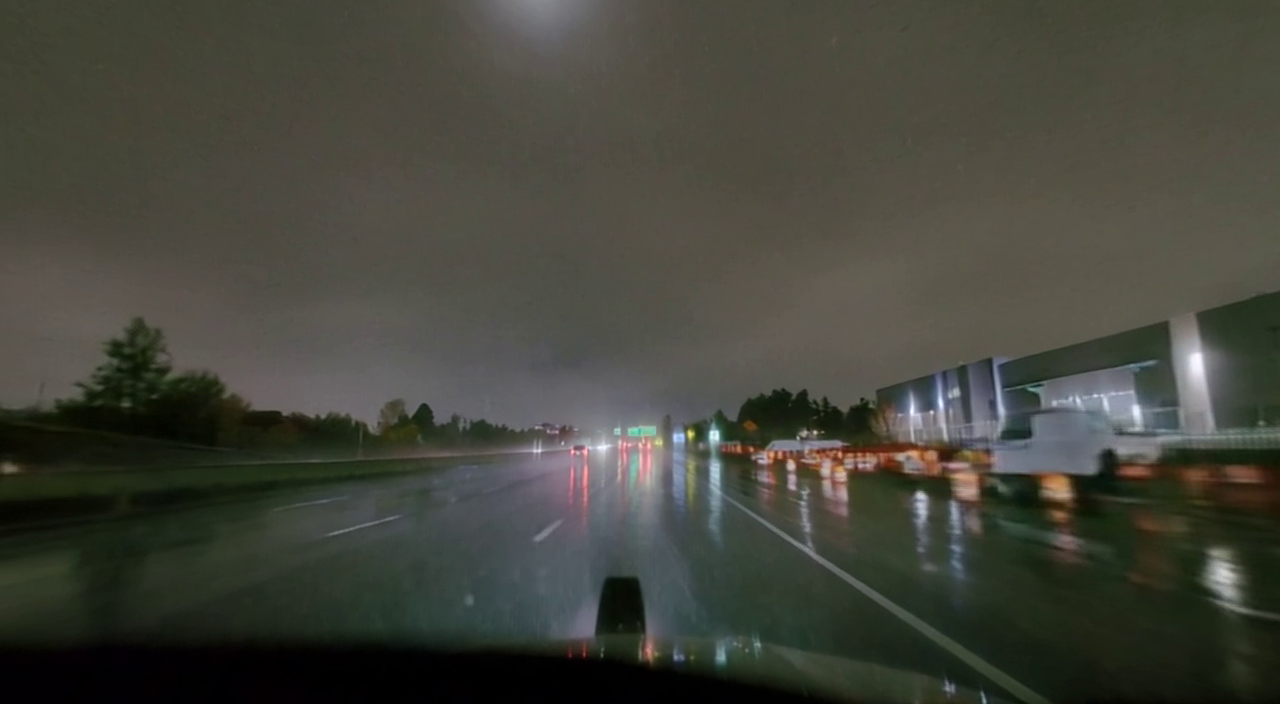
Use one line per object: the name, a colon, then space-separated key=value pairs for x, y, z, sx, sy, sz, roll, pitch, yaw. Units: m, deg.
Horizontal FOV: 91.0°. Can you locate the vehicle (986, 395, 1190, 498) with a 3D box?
vehicle: x=14.121 y=3.083 z=20.462 sx=2.763 sy=2.805 sz=4.926 roll=-2 pitch=-9 yaw=0
